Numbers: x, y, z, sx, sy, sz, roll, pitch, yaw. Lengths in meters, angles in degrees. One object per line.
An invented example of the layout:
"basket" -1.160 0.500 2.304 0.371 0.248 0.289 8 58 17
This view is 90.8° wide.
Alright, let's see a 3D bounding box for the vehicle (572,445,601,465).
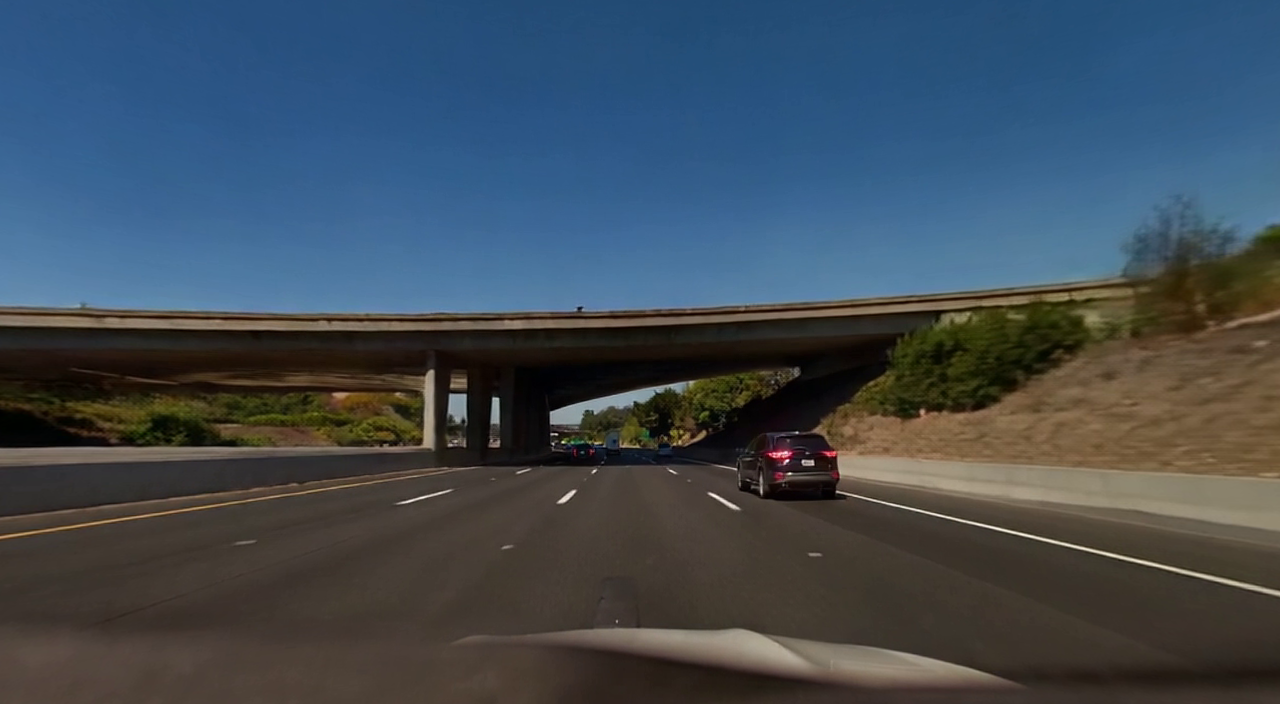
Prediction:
"vehicle" -4.152 8.125 49.983 2.037 1.514 4.335 0 -9 -1
